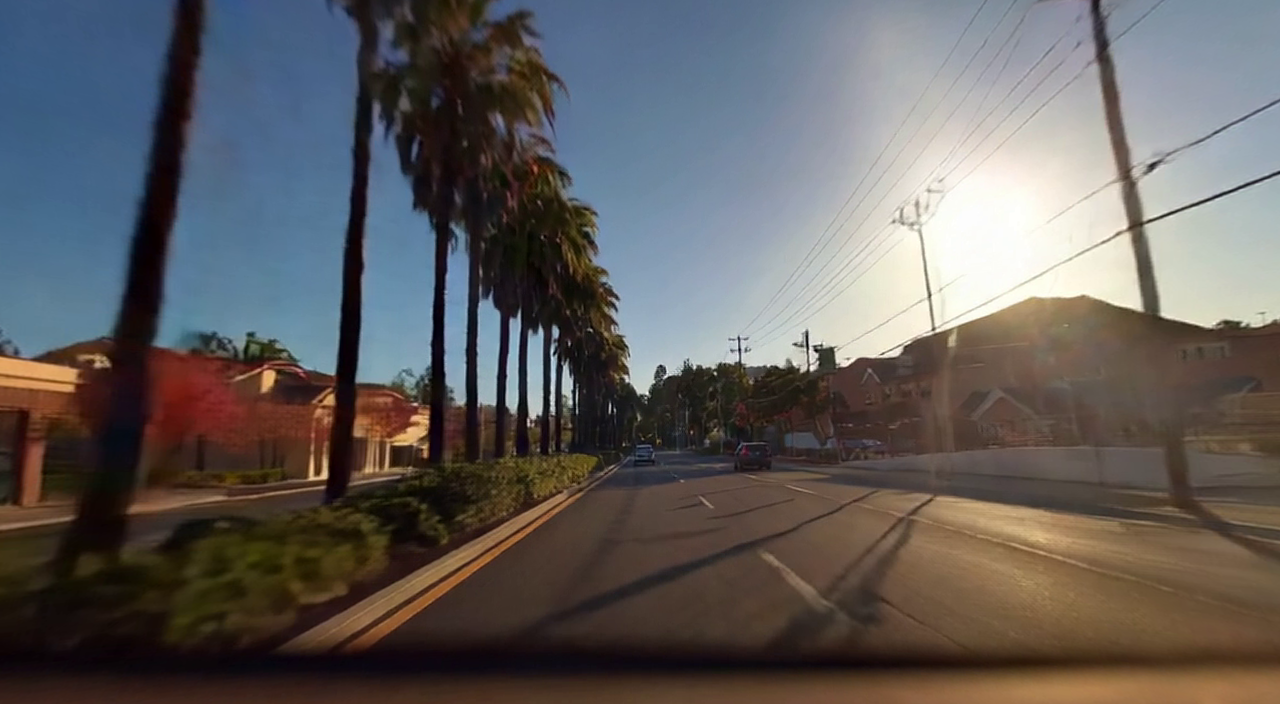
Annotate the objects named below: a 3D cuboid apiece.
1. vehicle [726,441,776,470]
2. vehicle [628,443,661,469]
[{"bbox_3d":[6.812,6.409,39.138,2.252,1.718,4.617,0,-9,0],"label":"vehicle"},{"bbox_3d":[0.296,7.087,43.100,2.138,1.702,4.168,0,-9,1],"label":"vehicle"}]
